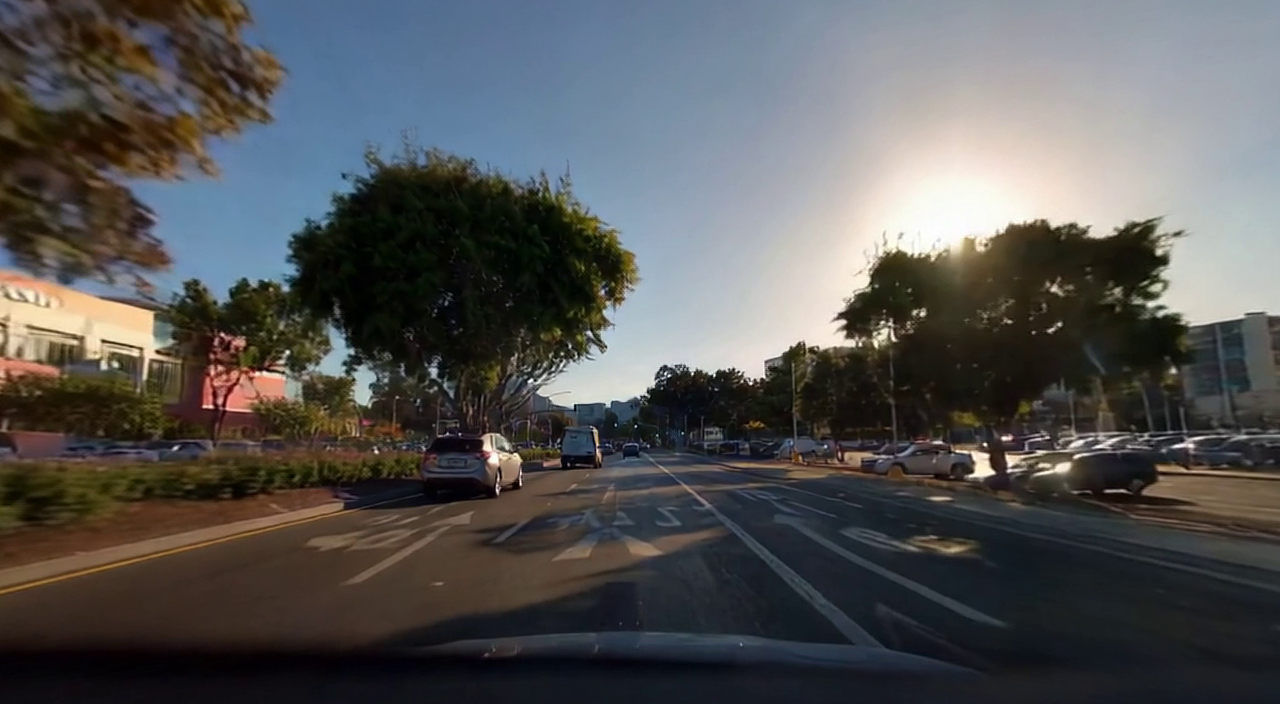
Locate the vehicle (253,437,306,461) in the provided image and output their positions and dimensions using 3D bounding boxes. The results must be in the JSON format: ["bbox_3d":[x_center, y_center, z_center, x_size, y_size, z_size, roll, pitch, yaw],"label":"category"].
[{"bbox_3d":[-28.124,7.534,49.238,1.789,1.532,3.805,7,-7,0],"label":"vehicle"}]

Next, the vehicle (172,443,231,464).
[{"bbox_3d":[-34.366,7.965,49.473,1.804,1.562,3.847,2,-9,0],"label":"vehicle"}]

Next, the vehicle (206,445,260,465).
[{"bbox_3d":[-32.195,8.155,49.890,1.724,1.479,3.791,0,-9,-1],"label":"vehicle"}]

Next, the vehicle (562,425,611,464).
[{"bbox_3d":[-3.648,6.543,44.583,2.917,2.524,6.990,0,-9,-1],"label":"vehicle"}]

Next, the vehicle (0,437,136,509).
[{"bbox_3d":[-16.306,3.146,16.700,2.104,1.689,4.476,0,-9,0],"label":"vehicle"}]

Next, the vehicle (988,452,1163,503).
[{"bbox_3d":[16.718,4.823,24.415,5.041,1.803,2.182,-1,-9,2],"label":"vehicle"}]

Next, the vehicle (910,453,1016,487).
[{"bbox_3d":[16.808,6.130,32.894,4.413,1.659,1.913,0,-9,-1],"label":"vehicle"}]

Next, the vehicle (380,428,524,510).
[{"bbox_3d":[-4.276,2.732,15.147,2.109,1.672,4.256,0,-9,0],"label":"vehicle"}]

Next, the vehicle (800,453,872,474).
[{"bbox_3d":[14.887,8.489,47.994,4.788,1.464,2.083,-1,-10,0],"label":"vehicle"}]
